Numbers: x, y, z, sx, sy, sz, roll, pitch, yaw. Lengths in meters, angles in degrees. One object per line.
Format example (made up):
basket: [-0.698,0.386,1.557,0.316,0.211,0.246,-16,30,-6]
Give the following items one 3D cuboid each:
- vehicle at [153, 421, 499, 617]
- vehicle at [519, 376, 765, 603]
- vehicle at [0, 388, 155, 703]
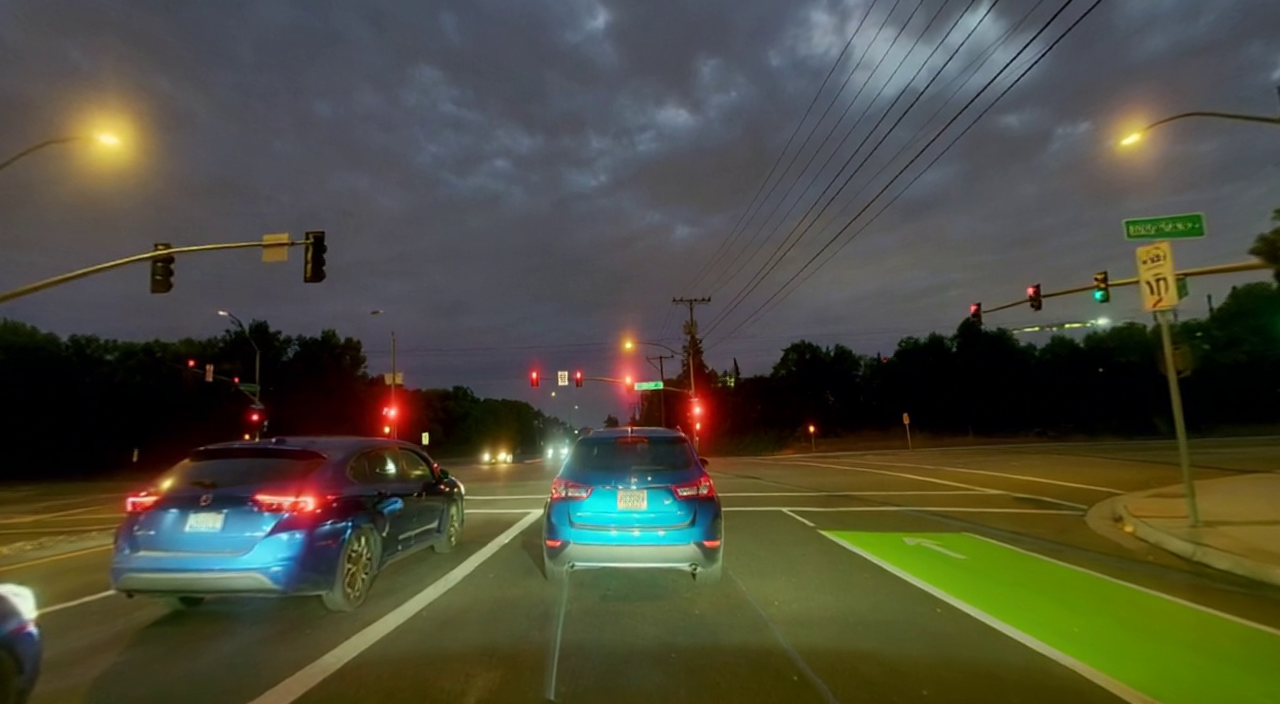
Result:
vehicle: [-2.902,1.622,6.932,1.726,1.506,3.840,0,-9,1]
vehicle: [-0.020,1.566,7.936,2.036,1.885,5.196,0,-9,-1]
vehicle: [-3.469,0.620,0.403,2.138,1.488,5.327,0,-8,0]
